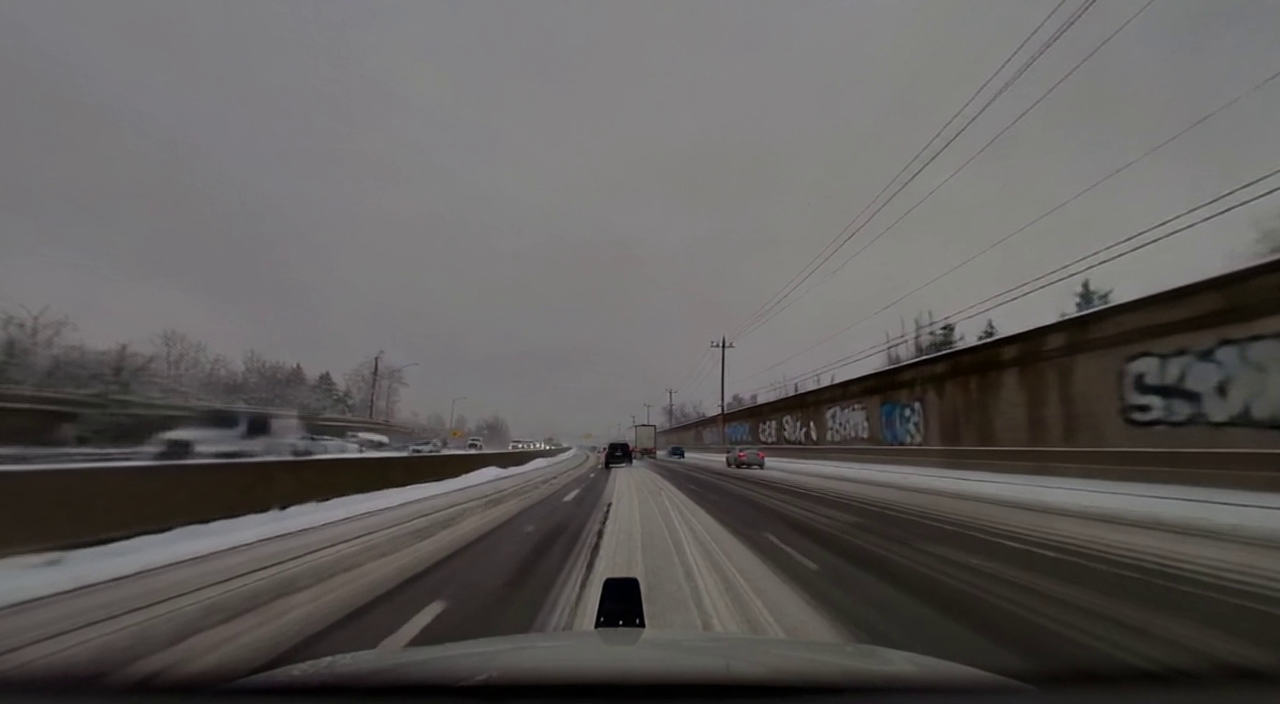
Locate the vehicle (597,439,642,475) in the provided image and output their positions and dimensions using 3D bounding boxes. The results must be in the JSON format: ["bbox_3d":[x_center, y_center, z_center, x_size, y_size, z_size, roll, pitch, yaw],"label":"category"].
[{"bbox_3d":[-1.029,5.328,32.206,2.191,1.685,3.353,0,-9,-2],"label":"vehicle"}]

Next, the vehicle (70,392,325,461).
[{"bbox_3d":[-10.485,1.959,15.817,2.299,1.399,5.789,0,-9,-1],"label":"vehicle"}]

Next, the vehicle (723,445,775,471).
[{"bbox_3d":[6.501,6.360,38.191,2.018,1.451,4.762,0,-9,-3],"label":"vehicle"}]
